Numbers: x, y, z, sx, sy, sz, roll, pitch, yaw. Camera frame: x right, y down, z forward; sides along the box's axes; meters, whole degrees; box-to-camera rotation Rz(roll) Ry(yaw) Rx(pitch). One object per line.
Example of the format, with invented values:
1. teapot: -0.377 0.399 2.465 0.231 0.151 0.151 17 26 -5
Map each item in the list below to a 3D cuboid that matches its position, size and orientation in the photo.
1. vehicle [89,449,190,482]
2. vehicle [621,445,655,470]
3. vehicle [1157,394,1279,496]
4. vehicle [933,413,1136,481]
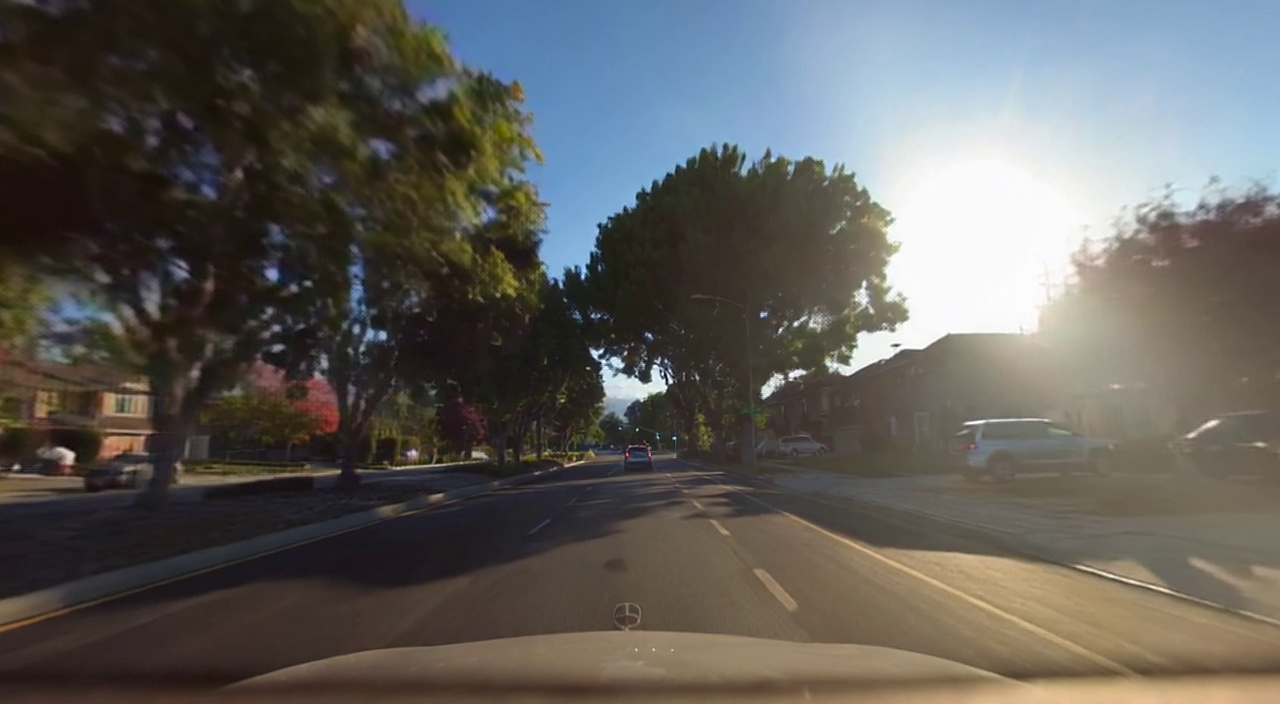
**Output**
1. vehicle: -24.102 5.435 30.410 1.892 1.455 3.564 0 -8 1
2. vehicle: -0.107 6.677 39.949 2.054 1.456 4.003 0 -8 0
3. vehicle: 13.289 1.810 12.282 4.374 1.787 2.161 0 -9 -1
4. vehicle: 12.227 2.993 19.740 4.923 2.019 1.985 0 -9 2
